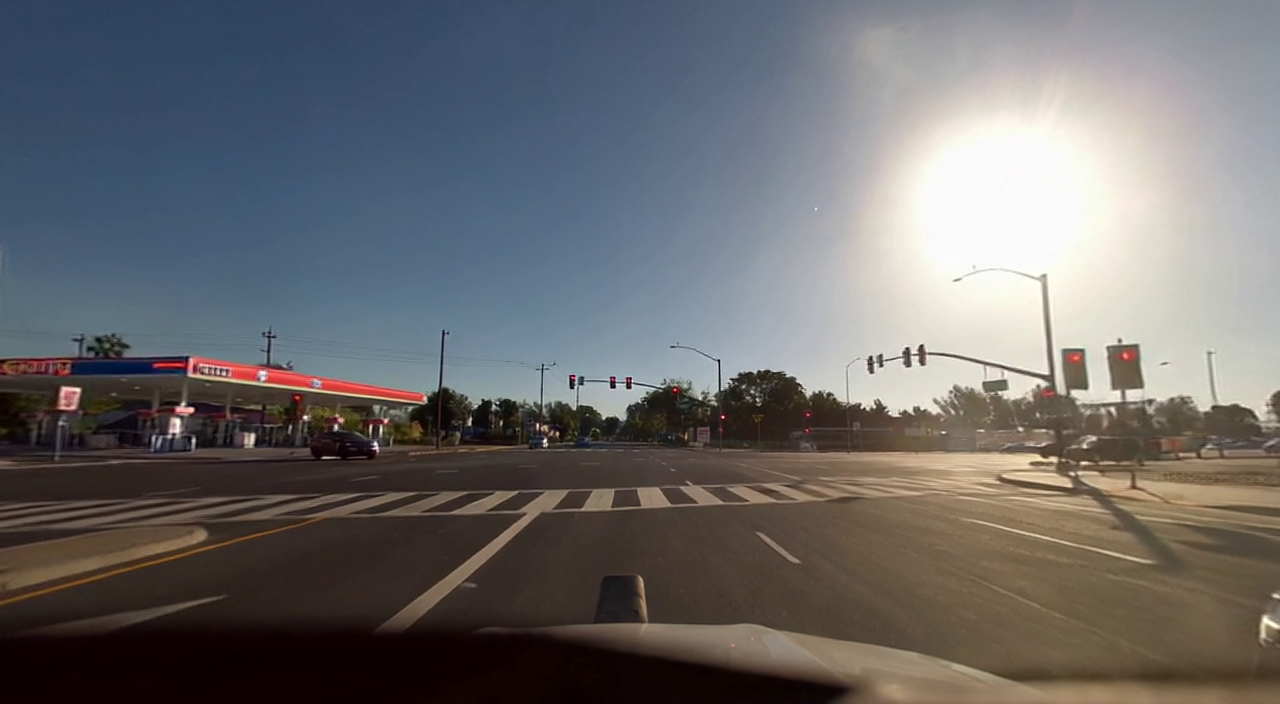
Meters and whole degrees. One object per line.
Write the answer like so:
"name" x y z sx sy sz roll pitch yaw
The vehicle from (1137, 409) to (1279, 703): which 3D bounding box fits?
"vehicle" 3.252 0.676 0.530 2.023 1.437 4.477 0 -8 0
